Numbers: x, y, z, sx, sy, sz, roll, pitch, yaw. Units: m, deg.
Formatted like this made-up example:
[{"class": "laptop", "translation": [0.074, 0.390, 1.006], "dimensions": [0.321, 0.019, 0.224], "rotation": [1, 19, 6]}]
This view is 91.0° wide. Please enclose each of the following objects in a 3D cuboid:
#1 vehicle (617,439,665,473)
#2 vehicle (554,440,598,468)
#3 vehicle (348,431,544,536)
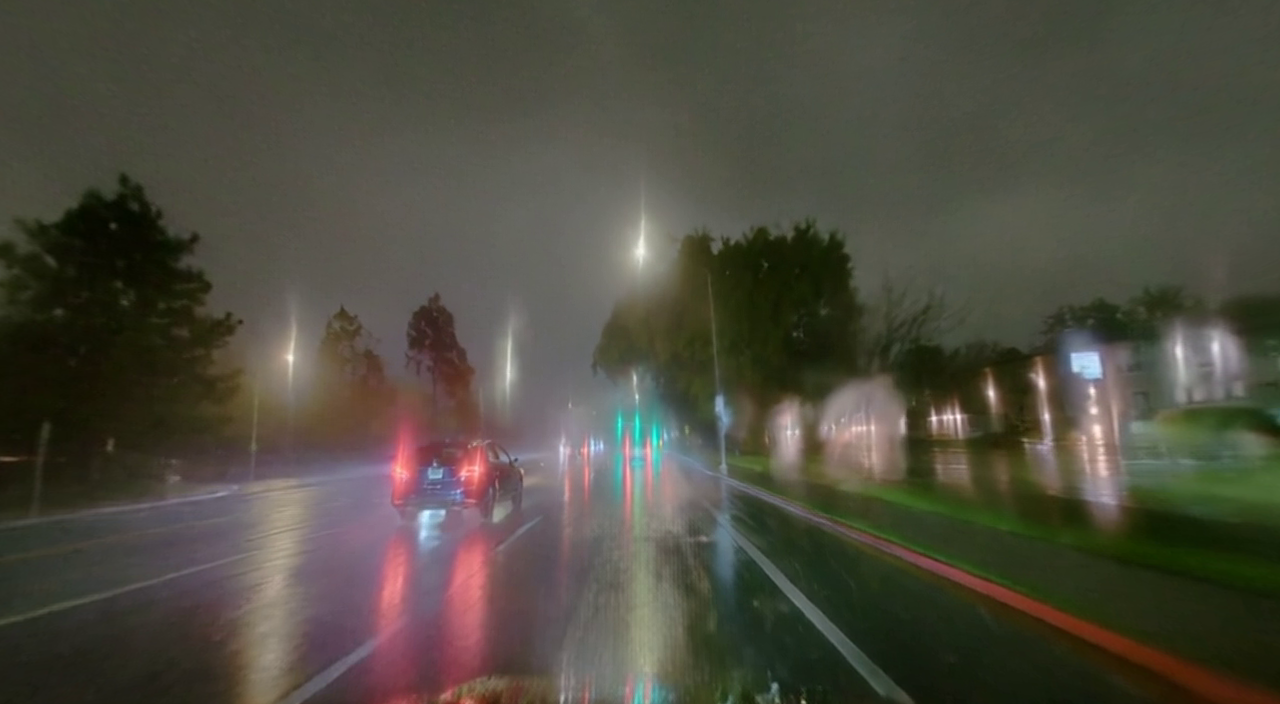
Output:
[{"class": "vehicle", "translation": [0.040, 4.815, 29.443], "dimensions": [2.065, 1.456, 4.099], "rotation": [0, -8, 0]}, {"class": "vehicle", "translation": [-3.617, 5.880, 36.490], "dimensions": [2.114, 1.500, 3.912], "rotation": [0, -8, 0]}, {"class": "vehicle", "translation": [-3.075, 2.188, 11.122], "dimensions": [2.030, 1.467, 4.403], "rotation": [0, -8, 0]}]
